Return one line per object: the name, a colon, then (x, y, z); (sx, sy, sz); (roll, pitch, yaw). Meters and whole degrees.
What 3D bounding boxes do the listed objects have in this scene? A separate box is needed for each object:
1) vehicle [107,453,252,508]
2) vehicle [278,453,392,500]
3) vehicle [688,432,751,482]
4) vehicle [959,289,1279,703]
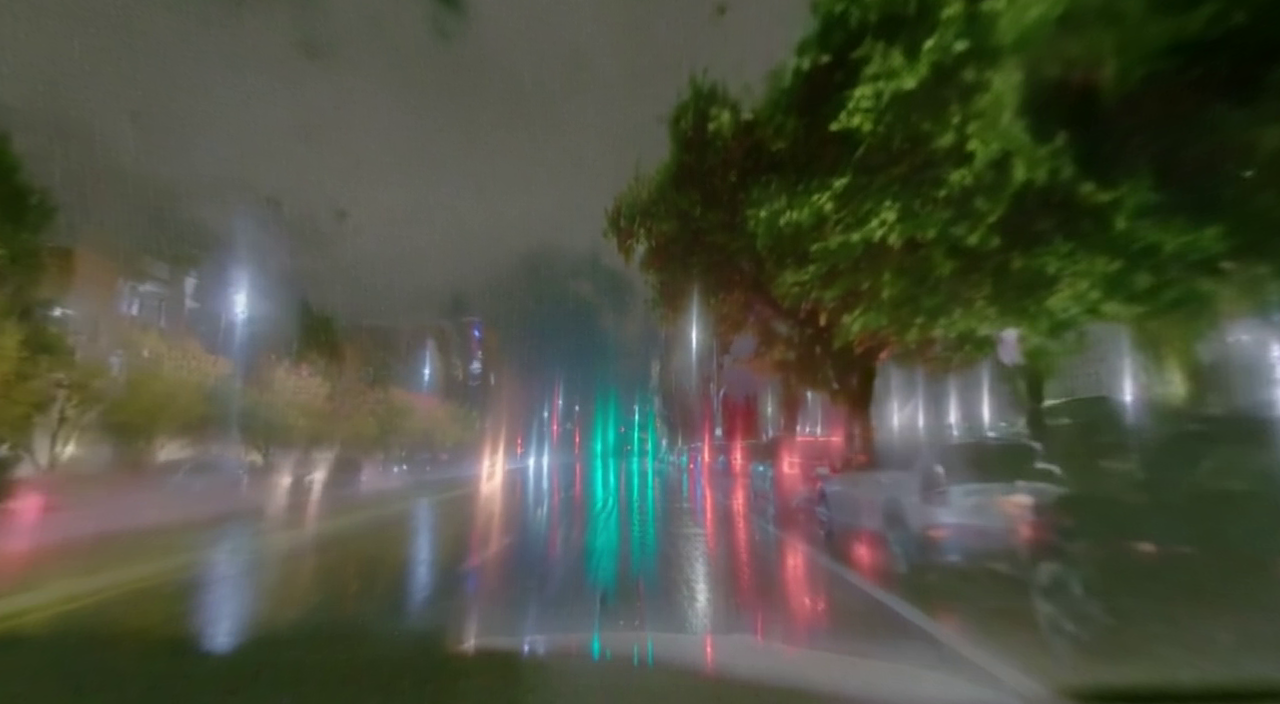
vehicle: (-18.163, 5.055, 25.344); (2.151, 1.885, 4.979); (0, -9, -2)
vehicle: (-11.273, 4.592, 23.811); (1.982, 1.515, 4.648); (0, -9, 0)
vehicle: (3.251, 4.392, 26.699); (1.935, 1.920, 4.397); (0, -9, -1)
vehicle: (3.488, 0.689, 2.128); (2.175, 1.910, 4.933); (0, -9, 0)
